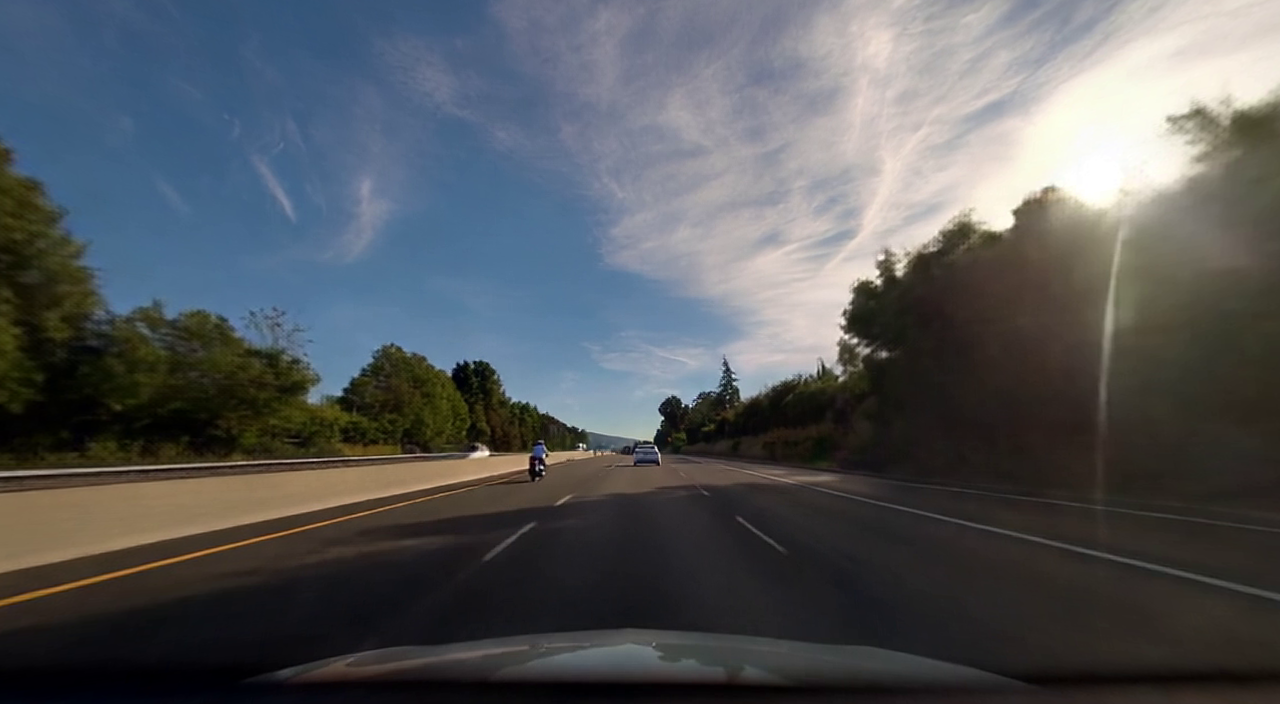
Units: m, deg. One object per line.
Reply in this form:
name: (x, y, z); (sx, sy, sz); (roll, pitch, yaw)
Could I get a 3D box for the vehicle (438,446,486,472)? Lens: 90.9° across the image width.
vehicle: (-11.523, 6.935, 41.164); (1.876, 1.573, 4.200); (0, -9, 1)

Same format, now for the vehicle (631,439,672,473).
vehicle: (0.635, 6.059, 36.722); (2.247, 1.825, 4.036); (0, -9, 1)
